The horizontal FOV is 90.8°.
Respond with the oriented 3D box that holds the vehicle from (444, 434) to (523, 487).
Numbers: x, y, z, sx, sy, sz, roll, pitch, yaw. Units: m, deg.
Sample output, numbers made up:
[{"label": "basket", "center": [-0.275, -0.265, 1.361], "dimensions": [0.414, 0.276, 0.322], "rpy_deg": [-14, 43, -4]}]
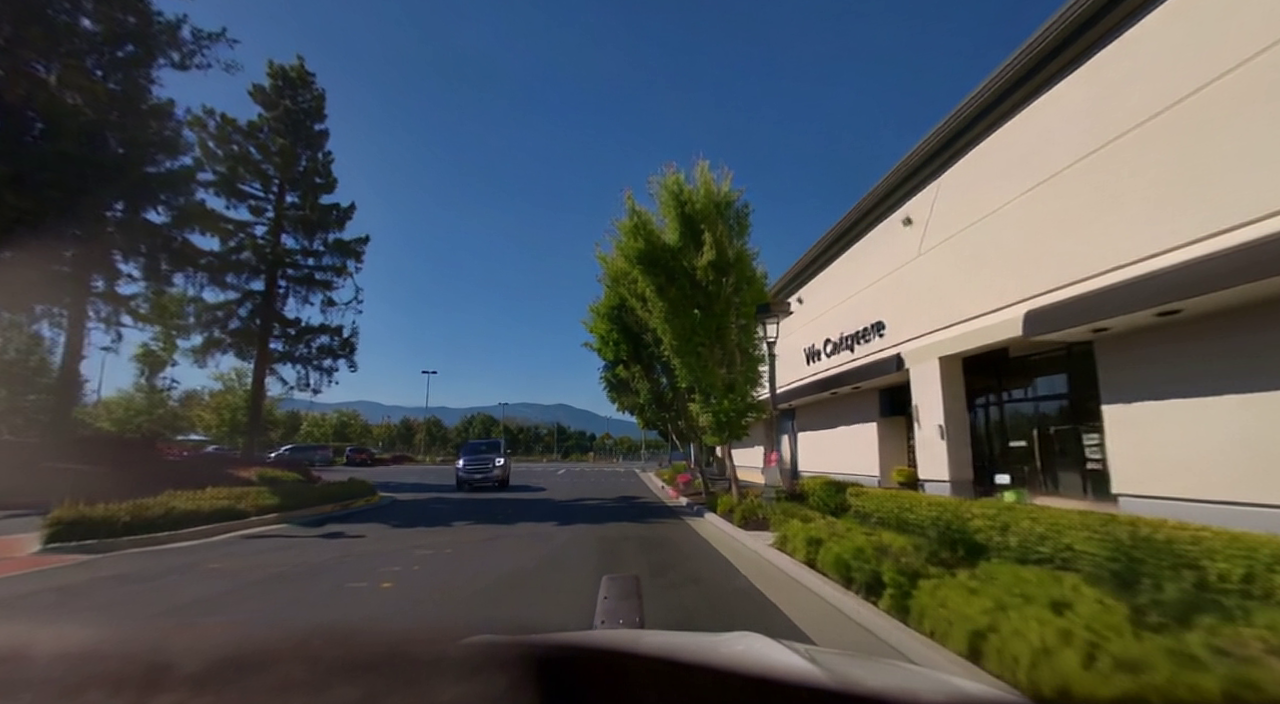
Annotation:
[{"label": "vehicle", "center": [-5.858, 4.098, 24.260], "dimensions": [2.180, 1.806, 4.541], "rpy_deg": [1, -9, -5]}]
